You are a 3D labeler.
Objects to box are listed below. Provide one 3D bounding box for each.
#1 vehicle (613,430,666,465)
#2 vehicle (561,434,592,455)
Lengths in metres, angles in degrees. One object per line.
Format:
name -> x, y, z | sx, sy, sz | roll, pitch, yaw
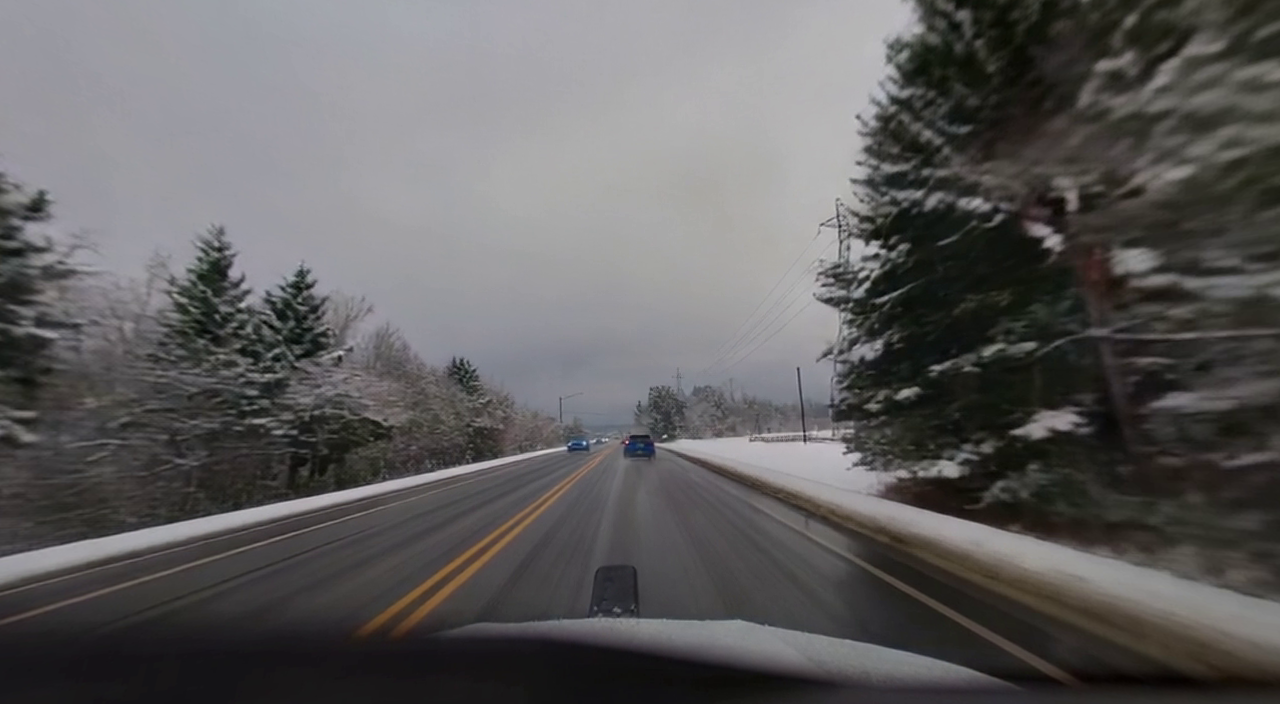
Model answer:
vehicle -> -0.080, 4.344, 28.772 | 2.241, 1.471, 3.829 | 0, -8, -2
vehicle -> -4.774, 7.042, 48.147 | 2.019, 1.511, 4.290 | 0, -8, -1
